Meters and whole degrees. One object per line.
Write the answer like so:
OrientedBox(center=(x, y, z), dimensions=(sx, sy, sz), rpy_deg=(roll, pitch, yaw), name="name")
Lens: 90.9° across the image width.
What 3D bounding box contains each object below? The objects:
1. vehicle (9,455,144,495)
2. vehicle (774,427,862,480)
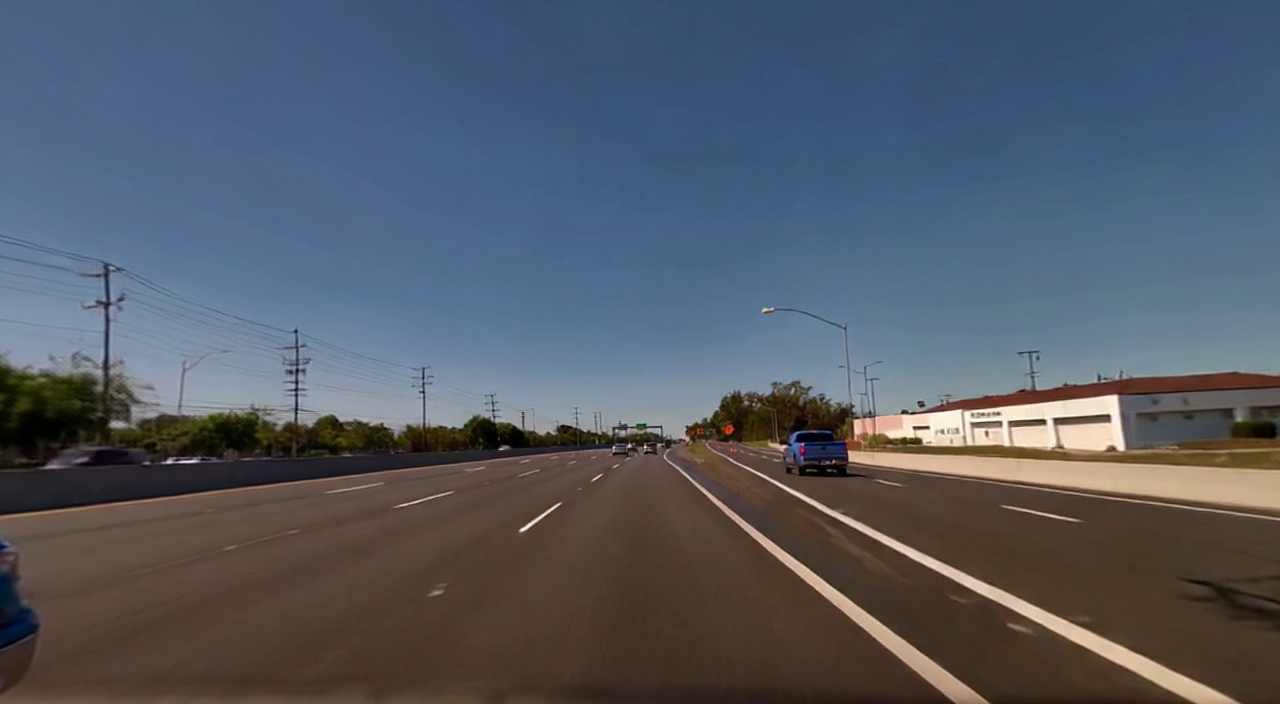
OrientedBox(center=(-27.804, 6.039, 31.406), dimensions=(2.055, 1.755, 4.912), rpy_deg=(0, -8, 1), name="vehicle")
OrientedBox(center=(6.853, 3.988, 24.956), dimensions=(2.186, 1.840, 5.289), rpy_deg=(-1, -8, 3), name="vehicle")
